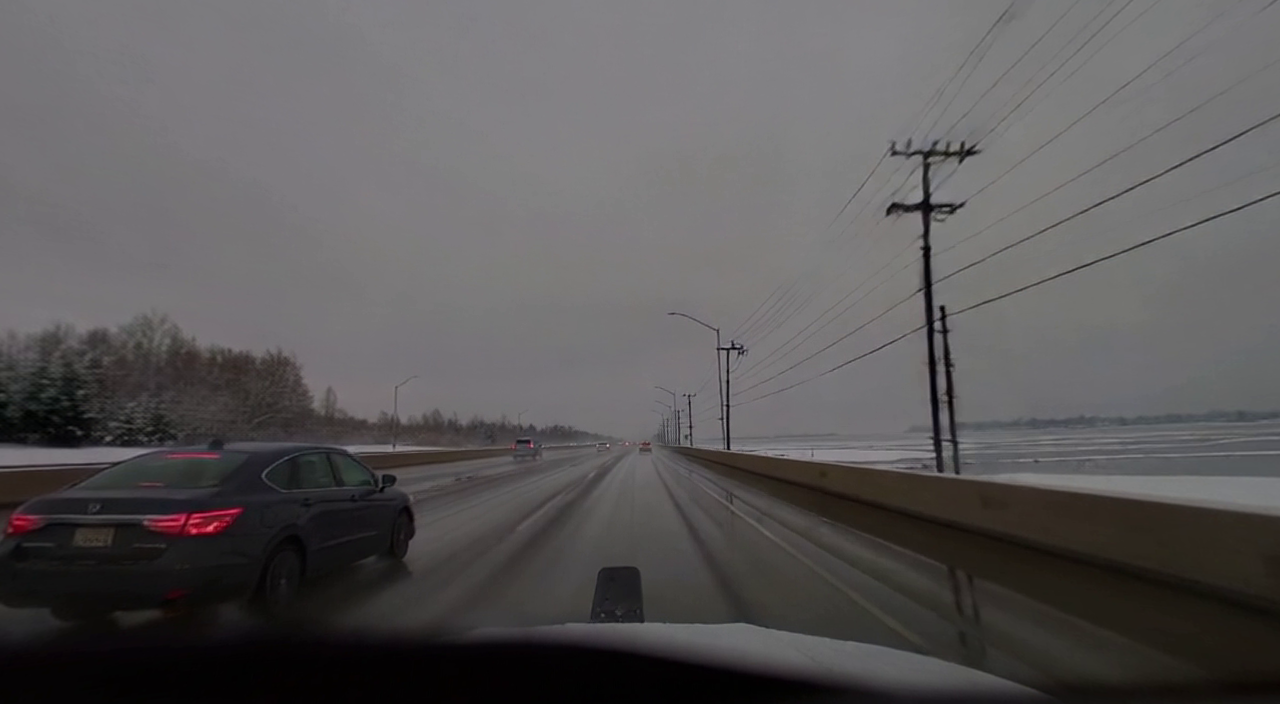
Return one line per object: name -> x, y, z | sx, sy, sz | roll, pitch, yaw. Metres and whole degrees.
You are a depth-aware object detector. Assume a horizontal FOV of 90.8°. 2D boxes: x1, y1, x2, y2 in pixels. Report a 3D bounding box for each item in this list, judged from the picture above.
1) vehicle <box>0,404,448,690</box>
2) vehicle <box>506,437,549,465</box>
vehicle -> -3.453, 1.361, 5.642 | 2.015, 1.501, 4.454 | 0, -8, 1
vehicle -> -7.366, 6.523, 41.777 | 2.050, 1.717, 4.418 | 0, -8, 0
